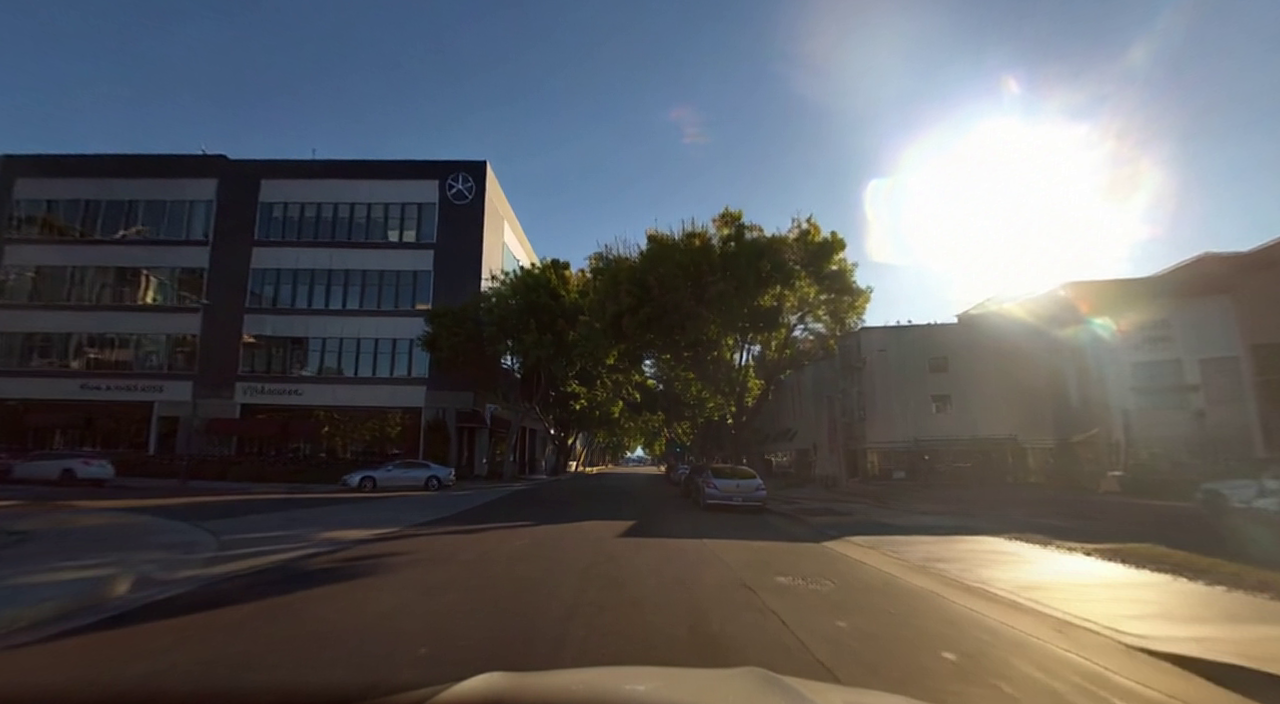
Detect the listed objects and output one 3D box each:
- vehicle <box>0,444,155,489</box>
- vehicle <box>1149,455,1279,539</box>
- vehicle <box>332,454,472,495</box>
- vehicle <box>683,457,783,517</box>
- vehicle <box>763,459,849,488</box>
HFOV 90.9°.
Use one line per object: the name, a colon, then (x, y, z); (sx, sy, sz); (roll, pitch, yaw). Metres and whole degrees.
vehicle: (-20.229, 4.085, 22.467); (4.118, 1.482, 1.889); (1, -11, -3)
vehicle: (15.178, 3.335, 14.427); (4.824, 1.728, 2.246); (0, -12, 8)
vehicle: (-9.458, 4.913, 25.312); (4.770, 1.448, 1.983); (9, -14, -39)
vehicle: (2.425, 3.707, 17.524); (2.073, 1.434, 3.899); (1, -11, -2)
vehicle: (10.268, 7.573, 39.225); (4.782, 1.698, 1.882); (1, -11, -3)
